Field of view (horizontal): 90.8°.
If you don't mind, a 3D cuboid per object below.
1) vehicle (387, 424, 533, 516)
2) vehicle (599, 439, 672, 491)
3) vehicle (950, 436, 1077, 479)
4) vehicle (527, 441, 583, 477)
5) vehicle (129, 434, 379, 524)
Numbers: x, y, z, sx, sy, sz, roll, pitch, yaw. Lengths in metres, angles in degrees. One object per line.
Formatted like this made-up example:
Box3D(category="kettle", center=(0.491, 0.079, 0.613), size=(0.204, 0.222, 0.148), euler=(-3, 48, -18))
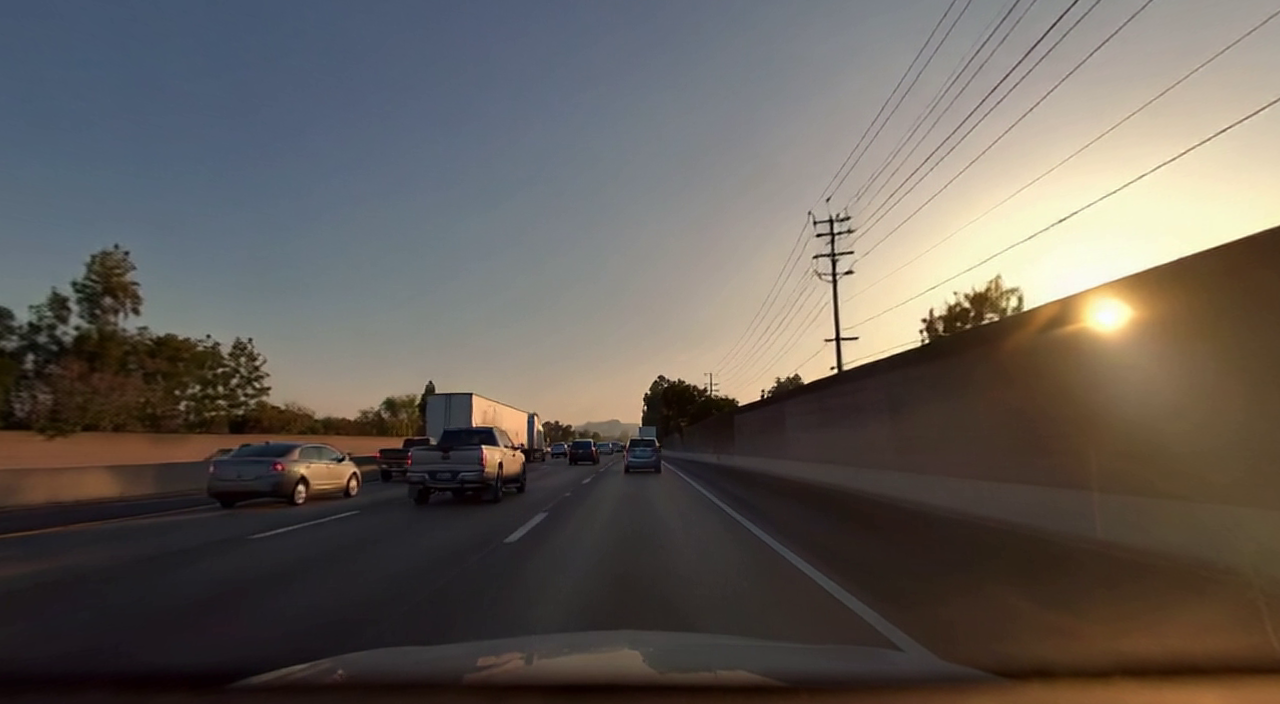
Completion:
Box3D(category="vehicle", center=(-3.761, 2.543, 14.119), size=(1.923, 1.716, 4.289), euler=(0, -8, 1))
Box3D(category="vehicle", center=(-0.156, 3.518, 19.997), size=(2.089, 1.477, 3.818), euler=(0, -8, -1))
Box3D(category="vehicle", center=(14.267, 4.043, 24.523), size=(1.949, 1.472, 4.795), euler=(0, -8, 0))
Box3D(category="vehicle", center=(-3.730, 4.756, 28.392), size=(1.870, 1.485, 4.304), euler=(0, -8, 1))
Box3D(category="vehicle", center=(-7.620, 2.528, 13.260), size=(2.165, 1.511, 4.810), euler=(0, -8, 1))
